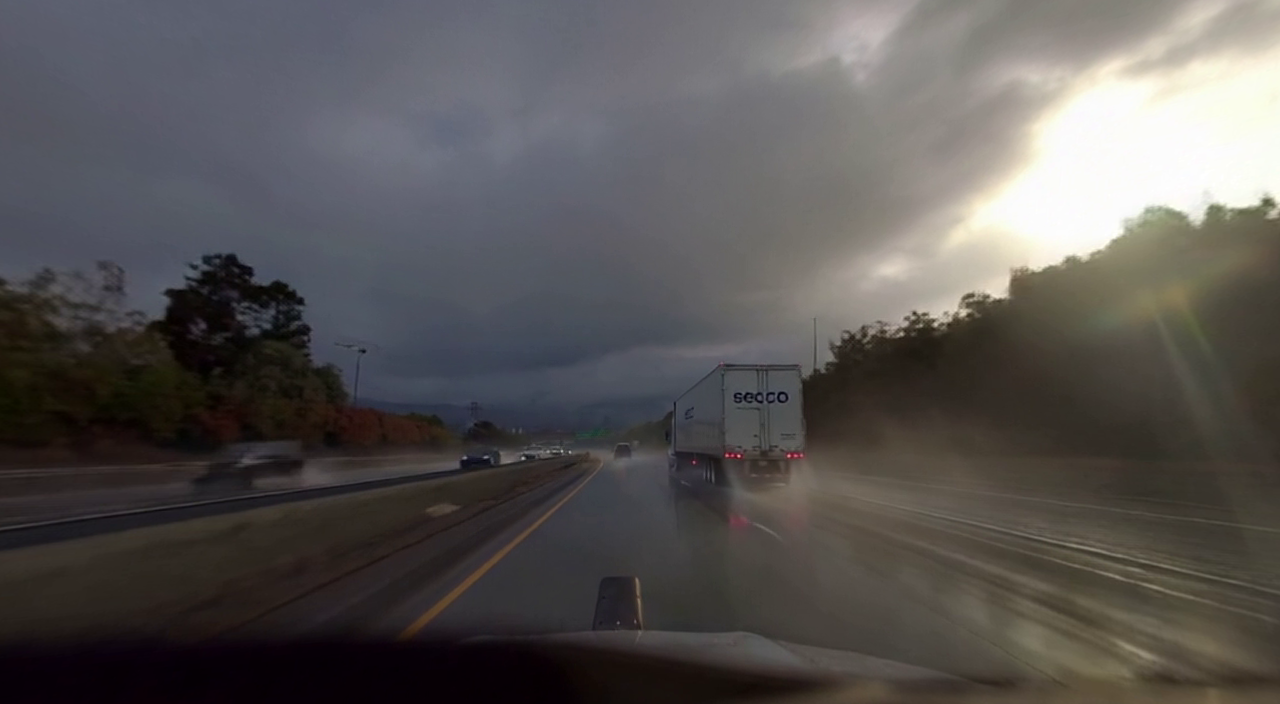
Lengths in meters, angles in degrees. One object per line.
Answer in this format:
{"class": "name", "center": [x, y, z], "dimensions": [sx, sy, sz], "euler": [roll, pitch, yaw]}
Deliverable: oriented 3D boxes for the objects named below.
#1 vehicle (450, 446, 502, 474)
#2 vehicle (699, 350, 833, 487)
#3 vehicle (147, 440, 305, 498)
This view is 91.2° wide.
{"class": "vehicle", "center": [-9.512, 6.273, 36.620], "dimensions": [1.956, 1.538, 4.361], "euler": [0, -9, -1]}
{"class": "vehicle", "center": [3.997, 2.517, 22.270], "dimensions": [2.892, 3.928, 8.380], "euler": [0, -9, -1]}
{"class": "vehicle", "center": [-13.314, 3.764, 20.618], "dimensions": [1.981, 1.654, 4.727], "euler": [0, -9, 0]}
